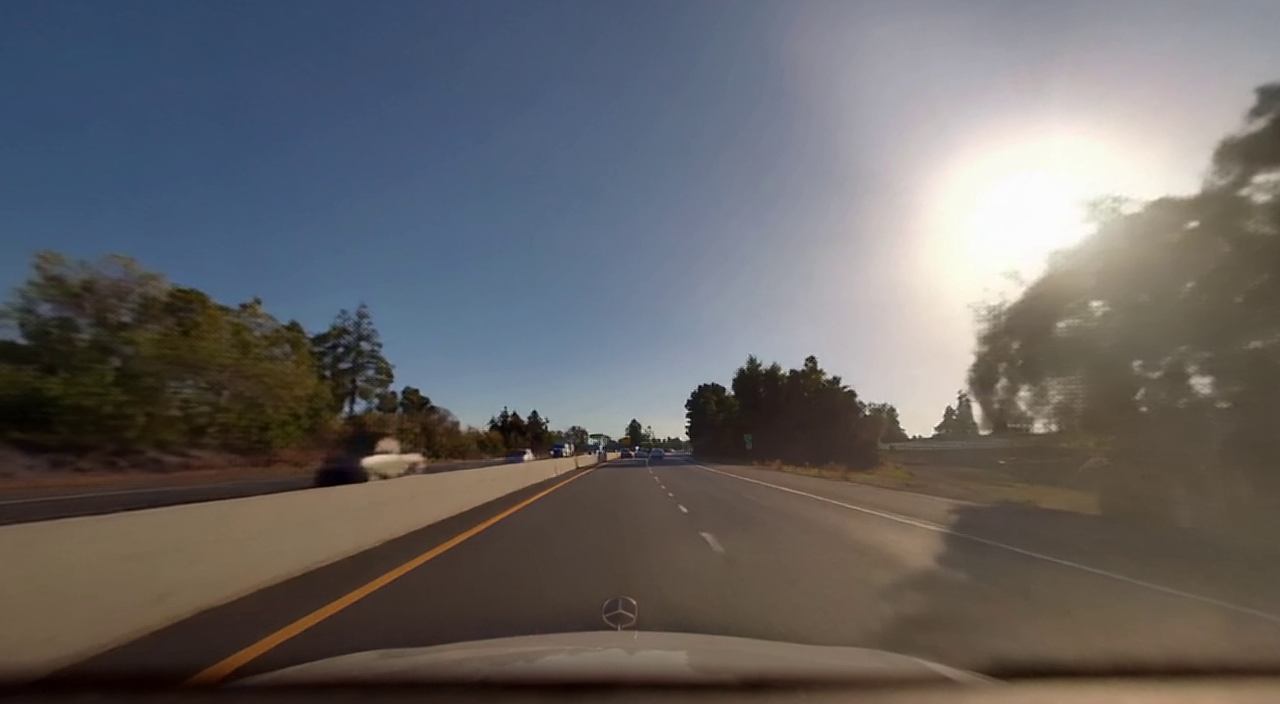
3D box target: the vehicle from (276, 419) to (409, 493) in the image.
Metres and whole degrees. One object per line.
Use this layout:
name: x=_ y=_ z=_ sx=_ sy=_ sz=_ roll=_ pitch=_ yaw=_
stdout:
vehicle: x=-10.090 y=3.601 z=21.862 sx=2.202 sy=2.240 sz=5.044 roll=0 pitch=-9 yaw=-1
